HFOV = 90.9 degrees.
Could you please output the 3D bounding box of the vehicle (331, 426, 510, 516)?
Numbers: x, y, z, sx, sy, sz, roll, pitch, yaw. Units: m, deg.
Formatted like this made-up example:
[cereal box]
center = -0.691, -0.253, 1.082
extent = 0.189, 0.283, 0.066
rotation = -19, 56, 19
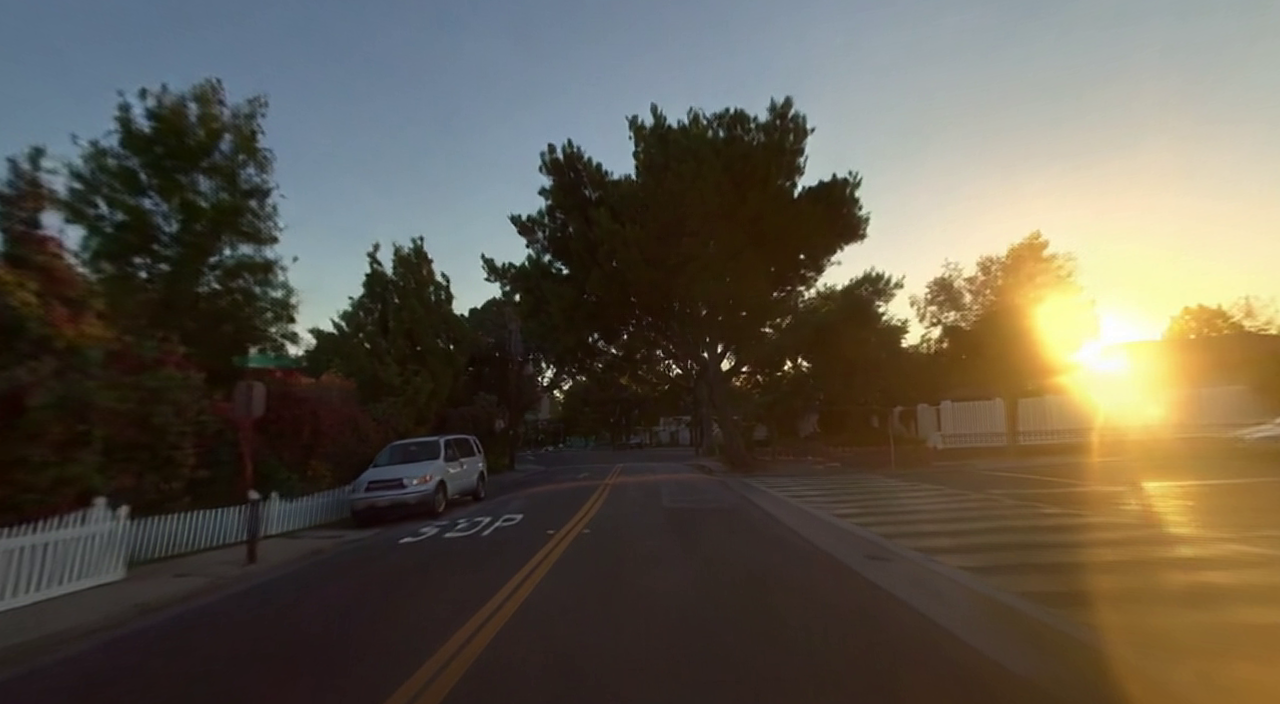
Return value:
[vehicle]
center = -5.433, 2.994, 16.821
extent = 2.308, 1.899, 6.107
rotation = -2, -7, 3
